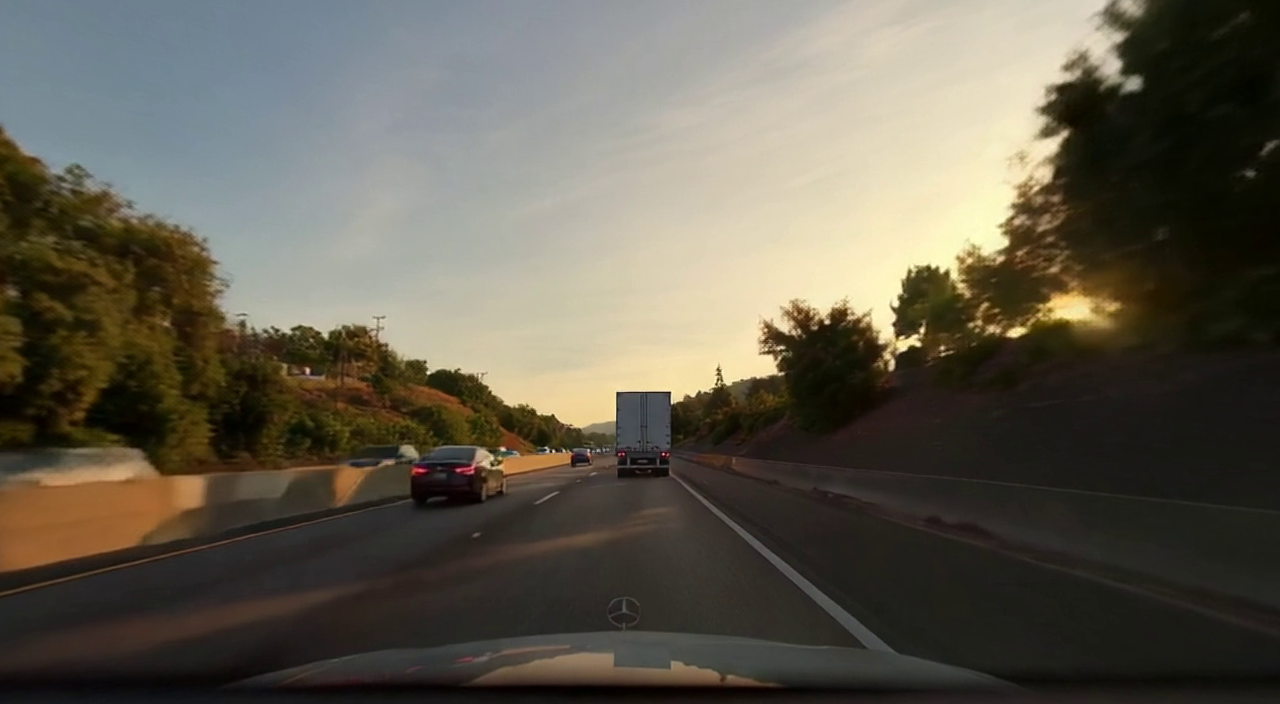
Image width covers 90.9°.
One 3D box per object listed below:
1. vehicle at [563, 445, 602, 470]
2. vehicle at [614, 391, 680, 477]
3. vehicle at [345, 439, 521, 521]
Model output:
[{"bbox_3d":[-3.861,7.193,43.108,2.074,1.546,4.946,0,-9,1],"label":"vehicle"},{"bbox_3d":[0.240,4.437,33.054,2.959,3.828,9.617,0,-9,-1],"label":"vehicle"},{"bbox_3d":[-4.232,2.724,13.946,2.206,1.478,4.824,-1,-9,1],"label":"vehicle"}]
